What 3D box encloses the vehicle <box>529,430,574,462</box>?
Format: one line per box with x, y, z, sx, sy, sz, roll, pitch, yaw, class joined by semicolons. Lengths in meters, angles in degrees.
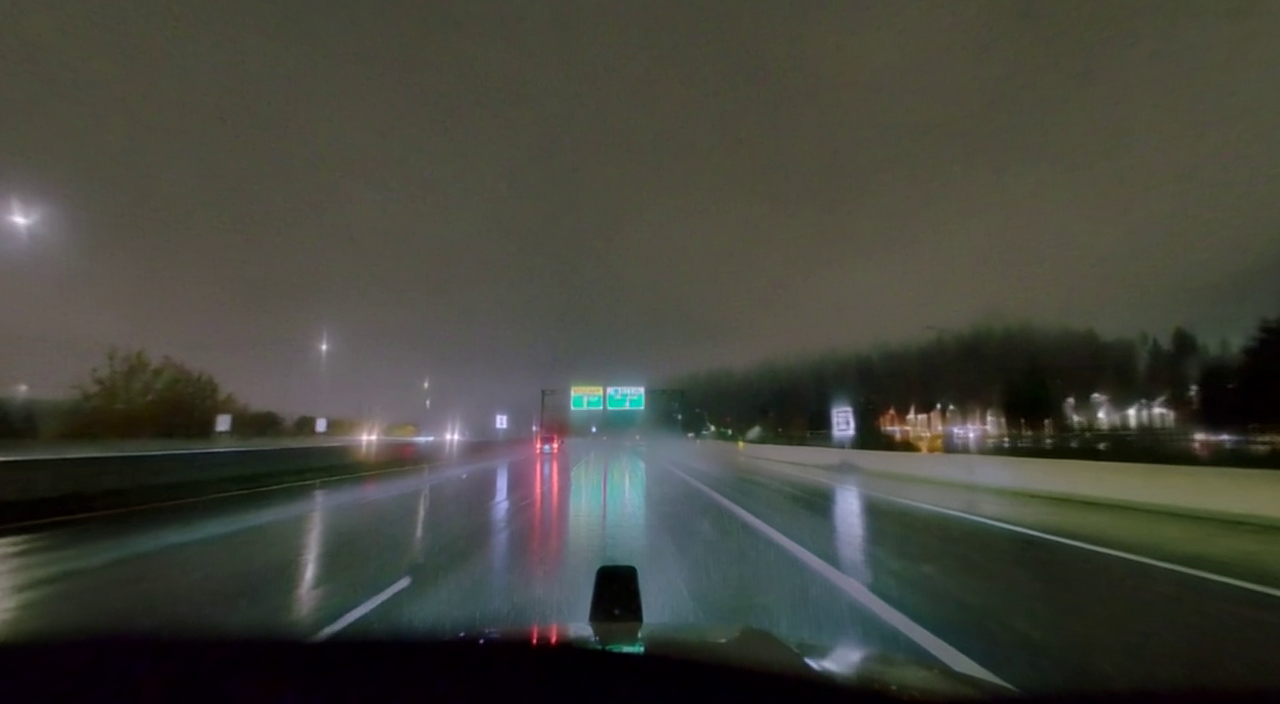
-4.681;5.023;33.758;1.878;1.548;3.966;0;-8;-1;vehicle
